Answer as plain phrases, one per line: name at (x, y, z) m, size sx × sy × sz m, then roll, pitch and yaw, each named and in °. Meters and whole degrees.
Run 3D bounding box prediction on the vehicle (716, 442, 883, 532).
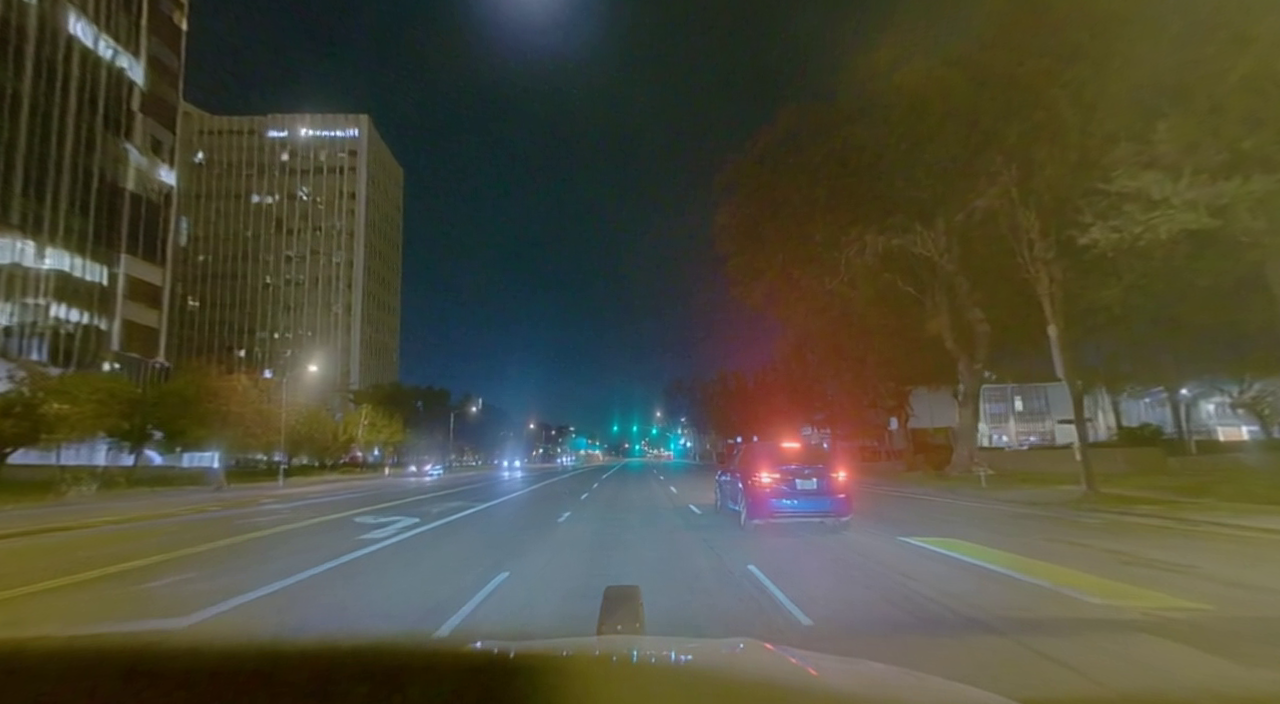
vehicle at (2.901, 2.570, 12.736) m, size 2.015 × 1.455 × 4.615 m, roll 0°, pitch -9°, yaw -2°
